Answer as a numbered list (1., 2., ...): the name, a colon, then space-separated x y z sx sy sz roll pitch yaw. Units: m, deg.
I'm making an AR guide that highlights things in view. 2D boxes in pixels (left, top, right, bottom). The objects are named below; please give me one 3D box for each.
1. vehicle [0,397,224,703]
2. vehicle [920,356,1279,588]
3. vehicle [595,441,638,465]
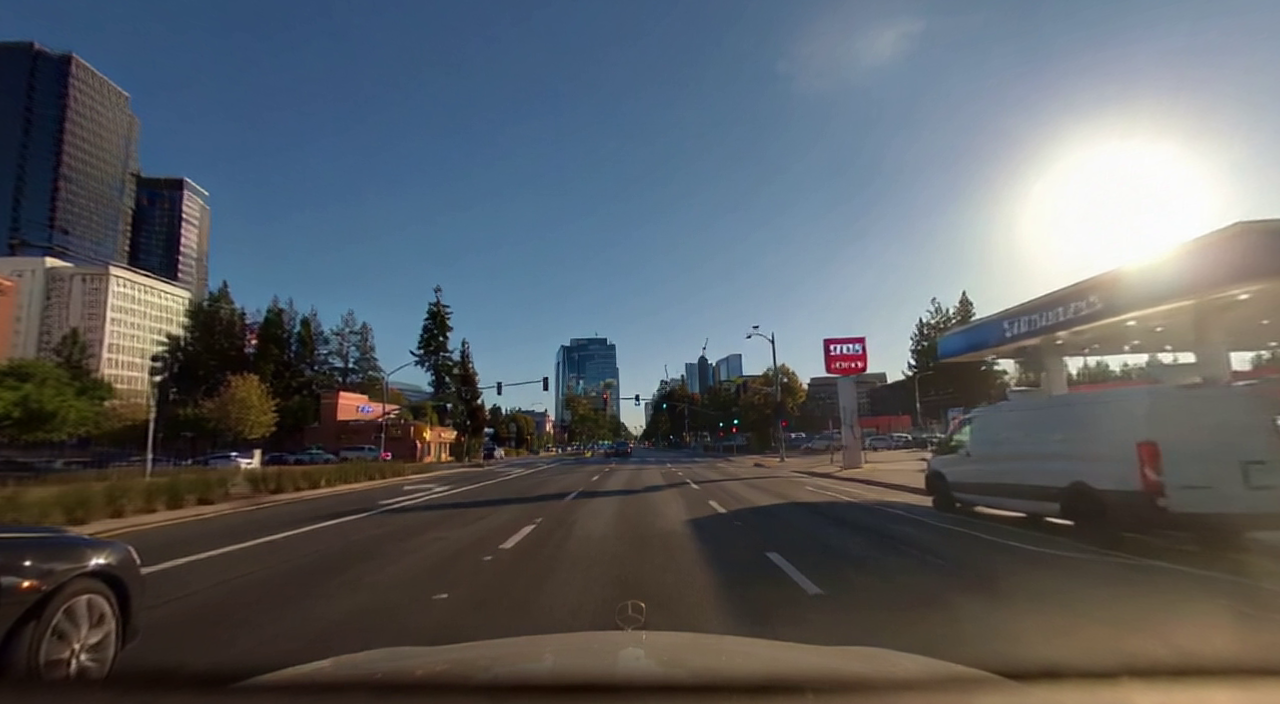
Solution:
1. vehicle: -3.445 0.775 1.412 2.018 1.470 4.346 0 -8 0
2. vehicle: 7.185 1.659 9.650 2.764 2.327 6.492 0 -8 0
3. vehicle: -1.476 6.506 40.951 2.082 1.460 4.442 -1 -8 7
